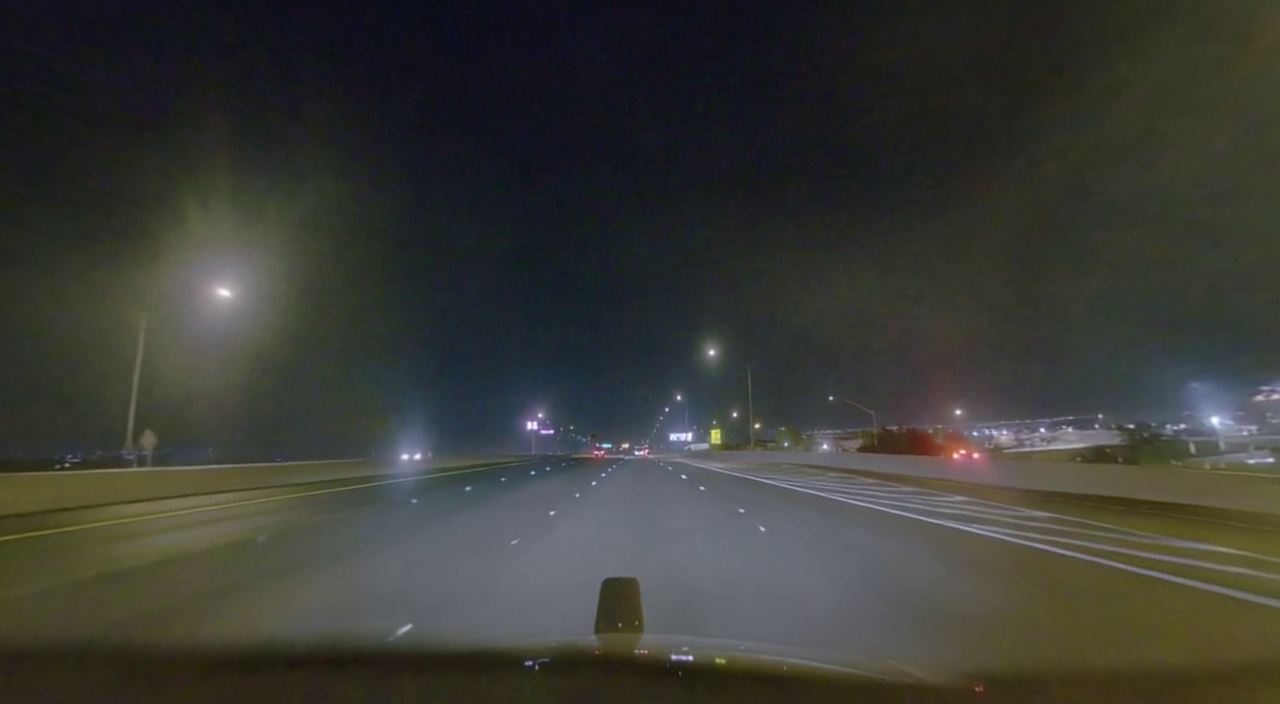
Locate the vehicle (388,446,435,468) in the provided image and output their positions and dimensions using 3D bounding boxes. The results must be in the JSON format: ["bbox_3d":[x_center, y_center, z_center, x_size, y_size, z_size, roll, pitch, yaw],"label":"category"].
[{"bbox_3d":[-17.310,7.962,48.060,1.812,1.583,4.739,0,-8,1],"label":"vehicle"}]
